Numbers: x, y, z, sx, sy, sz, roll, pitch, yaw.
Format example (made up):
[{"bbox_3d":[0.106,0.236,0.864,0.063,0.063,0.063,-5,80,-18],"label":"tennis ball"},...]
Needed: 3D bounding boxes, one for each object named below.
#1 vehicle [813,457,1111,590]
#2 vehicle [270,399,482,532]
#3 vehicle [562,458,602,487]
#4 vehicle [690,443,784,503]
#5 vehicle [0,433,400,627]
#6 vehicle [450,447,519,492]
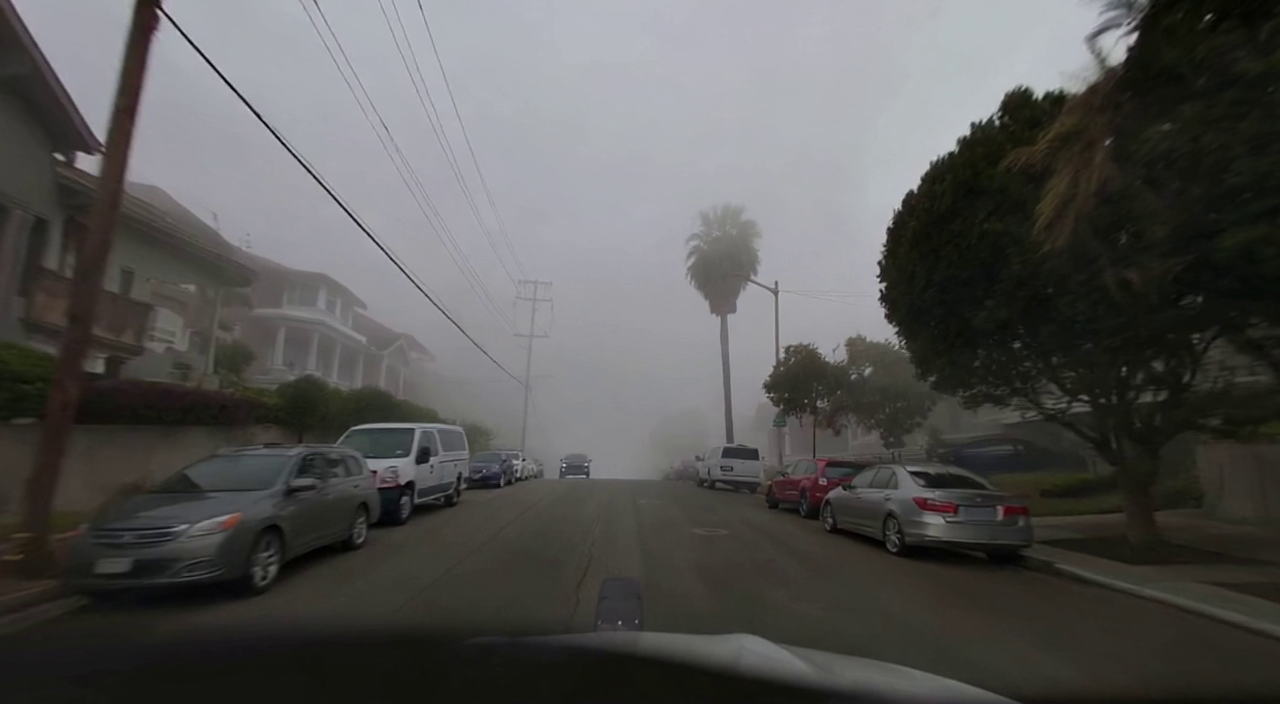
[{"bbox_3d":[4.489,2.424,9.825,2.043,1.461,4.504,1,-8,-4],"label":"vehicle"},{"bbox_3d":[-5.022,2.259,13.134,2.348,2.144,5.481,1,-8,-4],"label":"vehicle"},{"bbox_3d":[-3.336,7.046,37.104,2.060,1.483,4.574,0,-8,-2],"label":"vehicle"},{"bbox_3d":[3.575,4.606,24.650,2.358,2.008,5.957,1,-8,-4],"label":"vehicle"},{"bbox_3d":[-4.513,1.736,7.308,2.022,1.489,4.590,1,-8,-5],"label":"vehicle"},{"bbox_3d":[-5.800,4.397,24.015,1.889,1.499,4.468,1,-8,-5],"label":"vehicle"}]
